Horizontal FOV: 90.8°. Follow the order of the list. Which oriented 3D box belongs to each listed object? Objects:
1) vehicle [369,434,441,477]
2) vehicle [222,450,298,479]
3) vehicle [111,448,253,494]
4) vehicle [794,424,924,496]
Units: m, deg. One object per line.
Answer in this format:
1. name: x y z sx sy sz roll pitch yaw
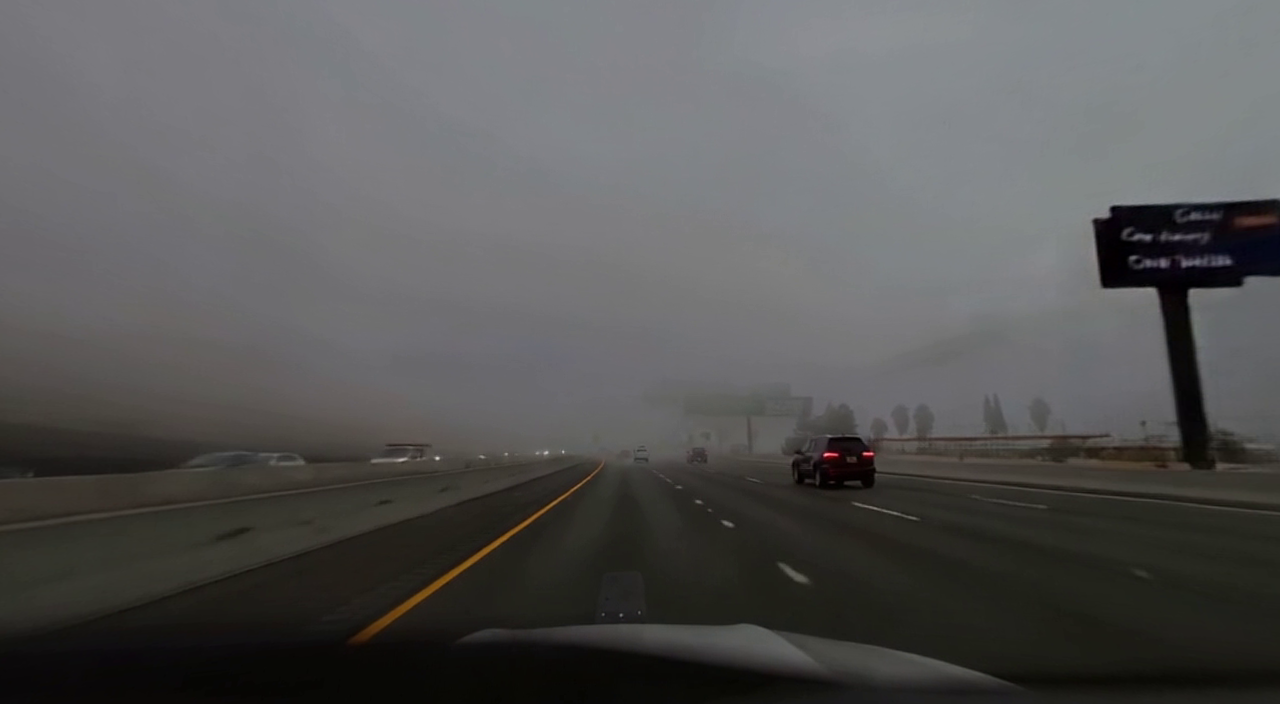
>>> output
1. vehicle: -13.537 6.103 36.788 2.224 2.008 4.808 4 -13 -1
2. vehicle: -21.457 6.329 35.905 1.611 1.537 4.463 0 -9 -2
3. vehicle: -17.117 4.428 23.972 2.001 1.572 4.572 0 -9 -1
4. vehicle: 6.686 3.374 20.053 2.181 1.952 4.973 0 -9 -2
